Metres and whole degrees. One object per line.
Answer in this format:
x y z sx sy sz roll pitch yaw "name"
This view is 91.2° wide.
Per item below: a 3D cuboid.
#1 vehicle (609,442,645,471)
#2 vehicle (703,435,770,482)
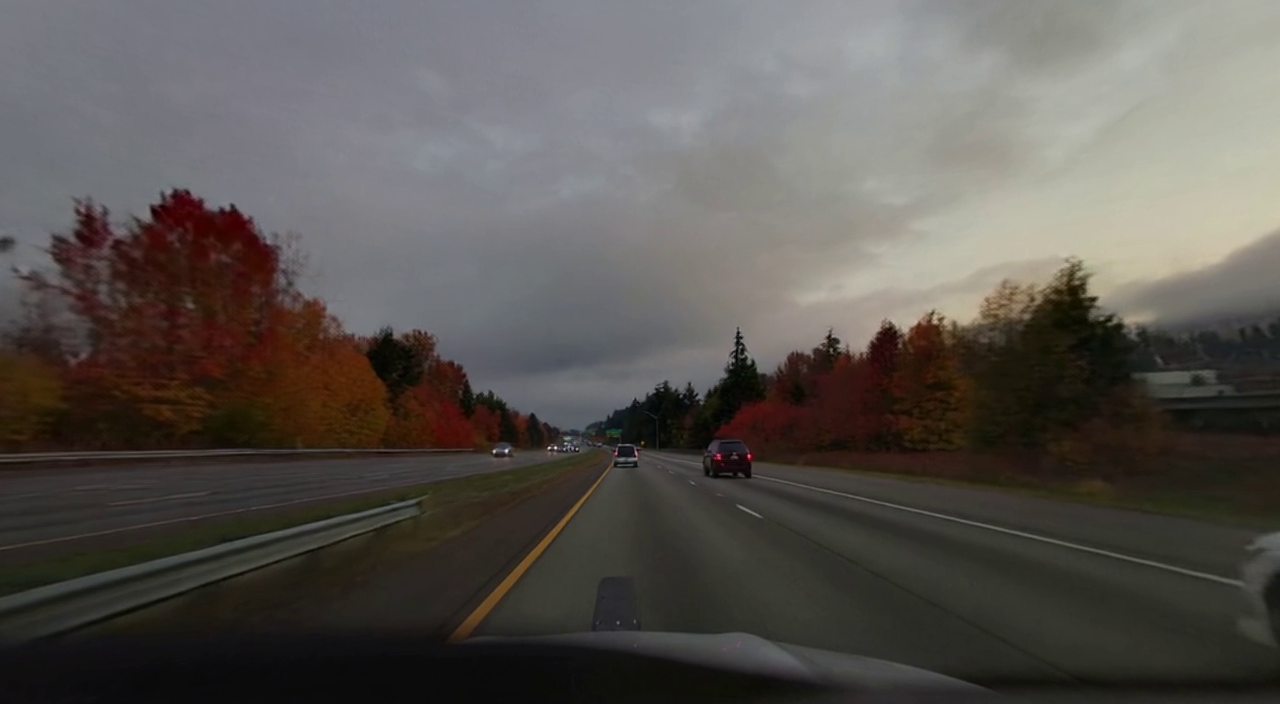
-0.821 6.660 40.086 2.151 1.693 4.201 0 -9 0 "vehicle"
3.867 4.353 25.816 1.982 1.745 4.151 0 -9 -1 "vehicle"
